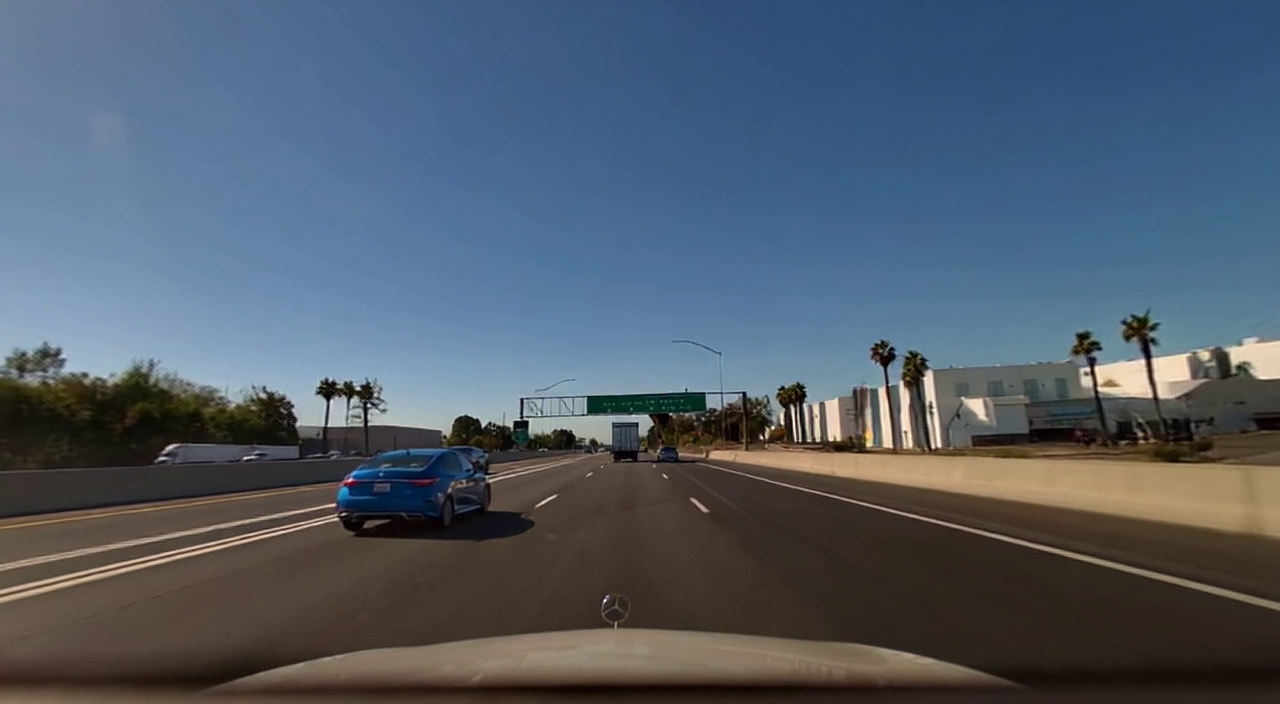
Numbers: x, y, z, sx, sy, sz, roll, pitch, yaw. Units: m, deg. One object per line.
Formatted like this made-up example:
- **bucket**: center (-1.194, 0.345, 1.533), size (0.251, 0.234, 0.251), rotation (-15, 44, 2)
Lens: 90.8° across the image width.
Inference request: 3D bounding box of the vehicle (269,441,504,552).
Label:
- **vehicle**: center (-3.836, 2.243, 10.567), size (2.097, 1.447, 4.291), rotation (0, -8, 1)

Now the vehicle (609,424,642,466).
- **vehicle**: center (-1.128, 7.147, 48.349), size (2.364, 2.953, 6.495), rotation (0, -8, -2)

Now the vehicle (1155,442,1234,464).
- **vehicle**: center (43.116, 7.844, 49.145), size (4.395, 1.574, 1.911), rotation (0, -9, -3)
